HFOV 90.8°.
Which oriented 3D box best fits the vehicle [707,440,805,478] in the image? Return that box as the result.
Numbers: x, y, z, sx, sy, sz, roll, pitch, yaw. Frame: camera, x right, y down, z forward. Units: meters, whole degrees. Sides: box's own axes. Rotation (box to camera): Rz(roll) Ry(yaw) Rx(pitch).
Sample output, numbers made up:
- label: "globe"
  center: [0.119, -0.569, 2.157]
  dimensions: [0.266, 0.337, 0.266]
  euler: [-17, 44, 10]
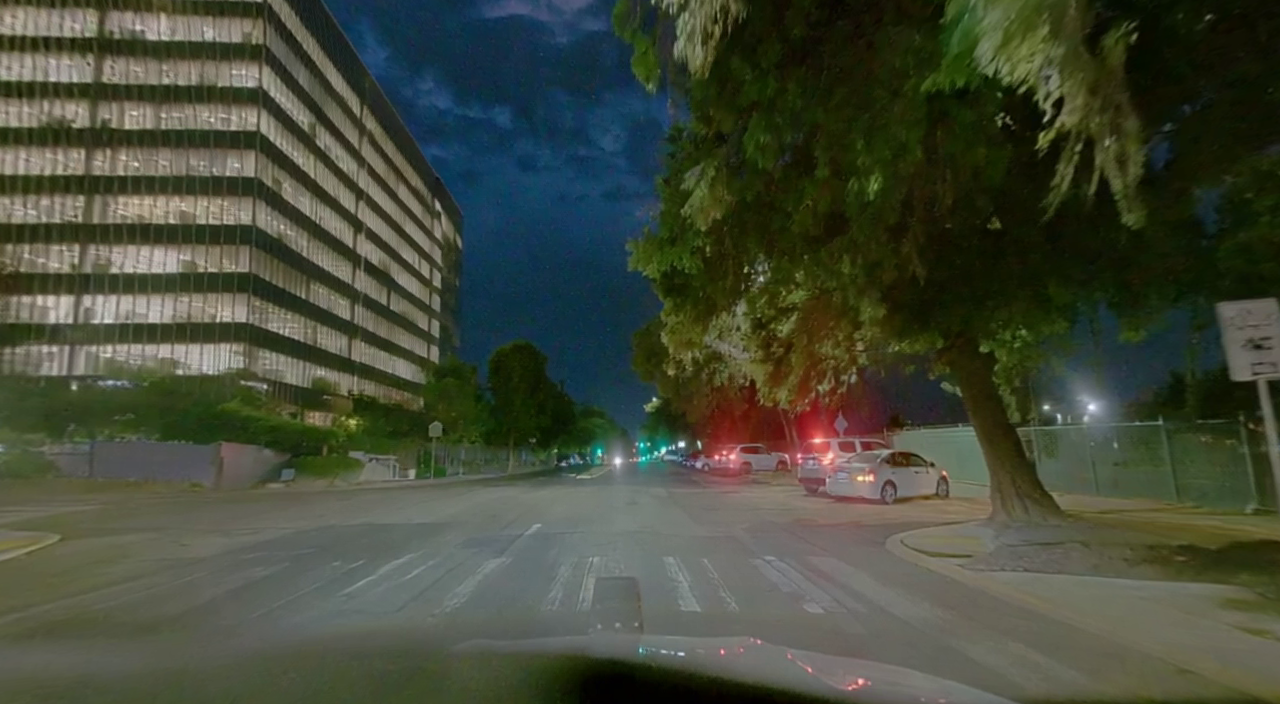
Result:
- label: "vehicle"
  center: [6.538, 5.985, 35.580]
  dimensions: [5.061, 1.829, 2.274]
  euler: [2, -9, -28]

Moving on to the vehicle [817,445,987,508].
- label: "vehicle"
  center: [7.084, 3.245, 16.973]
  dimensions: [4.402, 1.474, 1.957]
  euler: [5, -10, -32]
